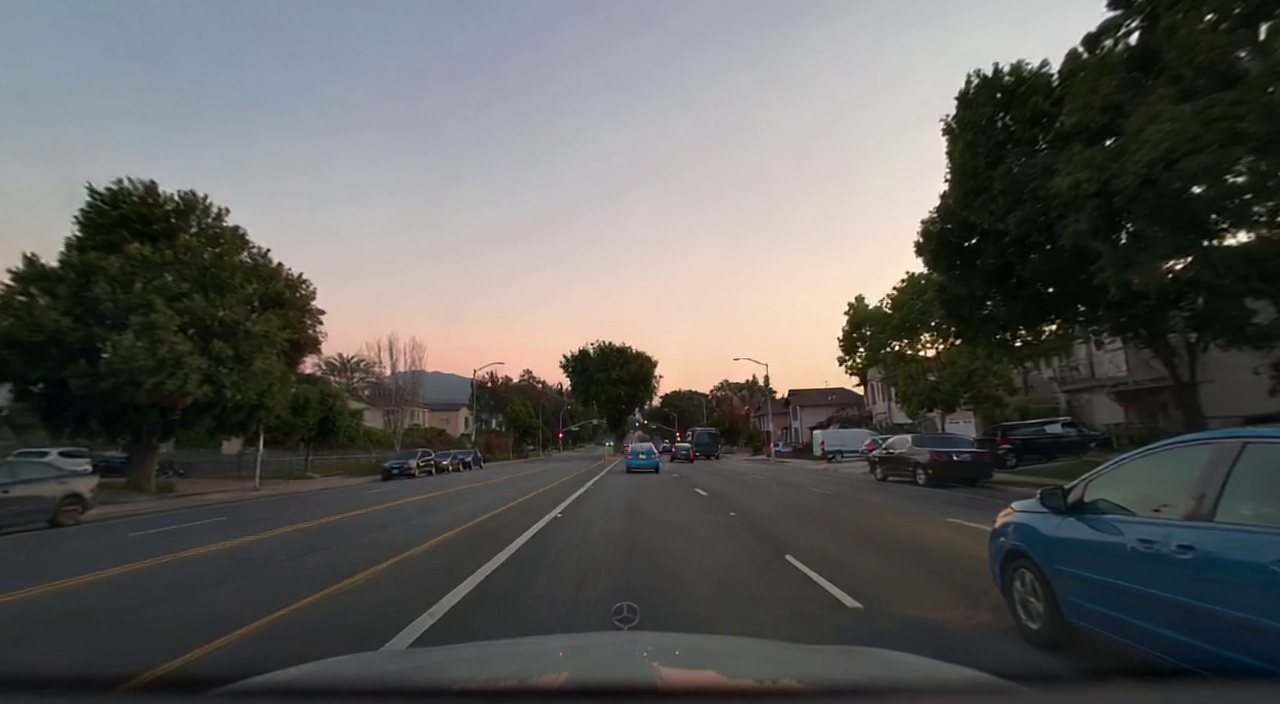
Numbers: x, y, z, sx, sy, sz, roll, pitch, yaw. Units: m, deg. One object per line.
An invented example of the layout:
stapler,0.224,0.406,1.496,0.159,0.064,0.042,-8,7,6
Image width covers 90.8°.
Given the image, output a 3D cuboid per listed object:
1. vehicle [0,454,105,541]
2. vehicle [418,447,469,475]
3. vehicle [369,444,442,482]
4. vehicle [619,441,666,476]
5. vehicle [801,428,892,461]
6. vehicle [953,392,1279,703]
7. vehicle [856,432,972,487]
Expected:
vehicle,-14.429,3.048,13.125,2.033,1.774,5.266,0,-9,-1
vehicle,-14.454,8.013,46.733,2.140,1.899,4.900,-1,-9,0
vehicle,-14.527,6.885,39.558,2.351,2.008,5.971,-4,-9,-1
vehicle,0.069,4.986,29.816,2.093,1.497,4.010,0,-9,-1
vehicle,14.728,6.639,45.360,5.696,2.299,2.292,0,-9,-2
vehicle,3.526,0.968,2.839,1.992,1.505,4.333,0,-9,0
vehicle,9.716,3.846,22.883,2.139,1.772,4.468,0,-9,-1
